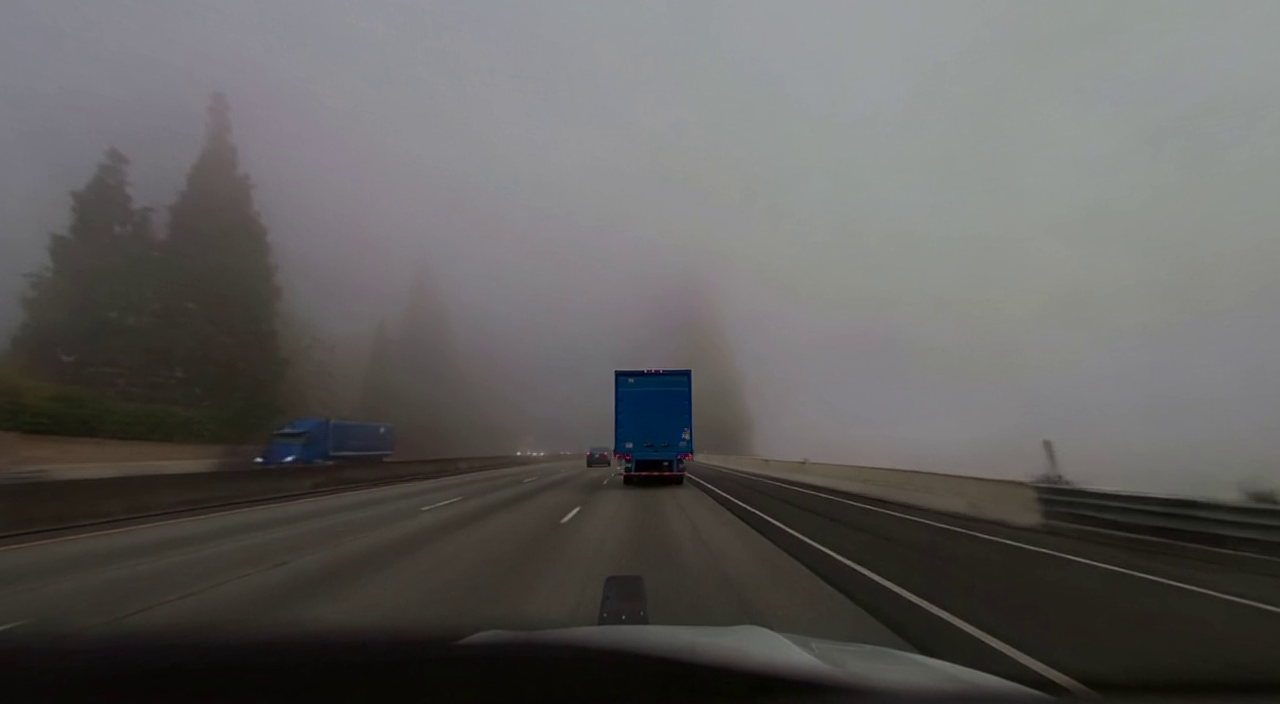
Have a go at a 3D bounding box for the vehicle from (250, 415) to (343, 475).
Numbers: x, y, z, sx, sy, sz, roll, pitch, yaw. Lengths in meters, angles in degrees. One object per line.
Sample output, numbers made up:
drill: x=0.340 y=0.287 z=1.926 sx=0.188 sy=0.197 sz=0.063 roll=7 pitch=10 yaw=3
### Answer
vehicle: x=-24.126 y=6.584 z=44.671 sx=3.130 sy=3.940 sz=5.958 roll=0 pitch=-9 yaw=0

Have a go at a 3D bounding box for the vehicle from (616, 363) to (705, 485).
vehicle: x=0.610 y=3.119 z=25.713 sx=2.898 sy=3.973 sz=10.063 roll=0 pitch=-9 yaw=-1
